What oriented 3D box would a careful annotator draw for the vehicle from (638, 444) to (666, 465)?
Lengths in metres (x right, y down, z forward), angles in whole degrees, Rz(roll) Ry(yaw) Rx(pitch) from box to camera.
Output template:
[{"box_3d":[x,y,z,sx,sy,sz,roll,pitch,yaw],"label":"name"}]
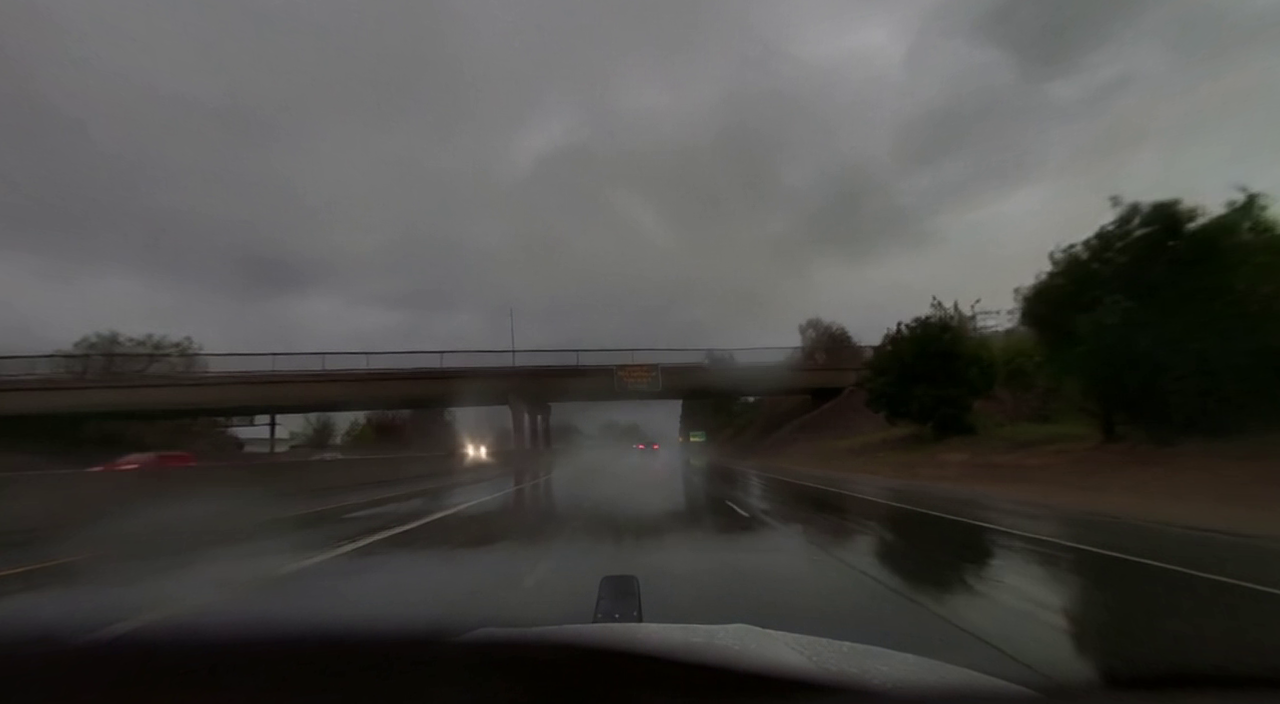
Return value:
[{"box_3d":[0.872,7.578,46.941,1.970,1.477,4.158,0,-9,0],"label":"vehicle"}]
